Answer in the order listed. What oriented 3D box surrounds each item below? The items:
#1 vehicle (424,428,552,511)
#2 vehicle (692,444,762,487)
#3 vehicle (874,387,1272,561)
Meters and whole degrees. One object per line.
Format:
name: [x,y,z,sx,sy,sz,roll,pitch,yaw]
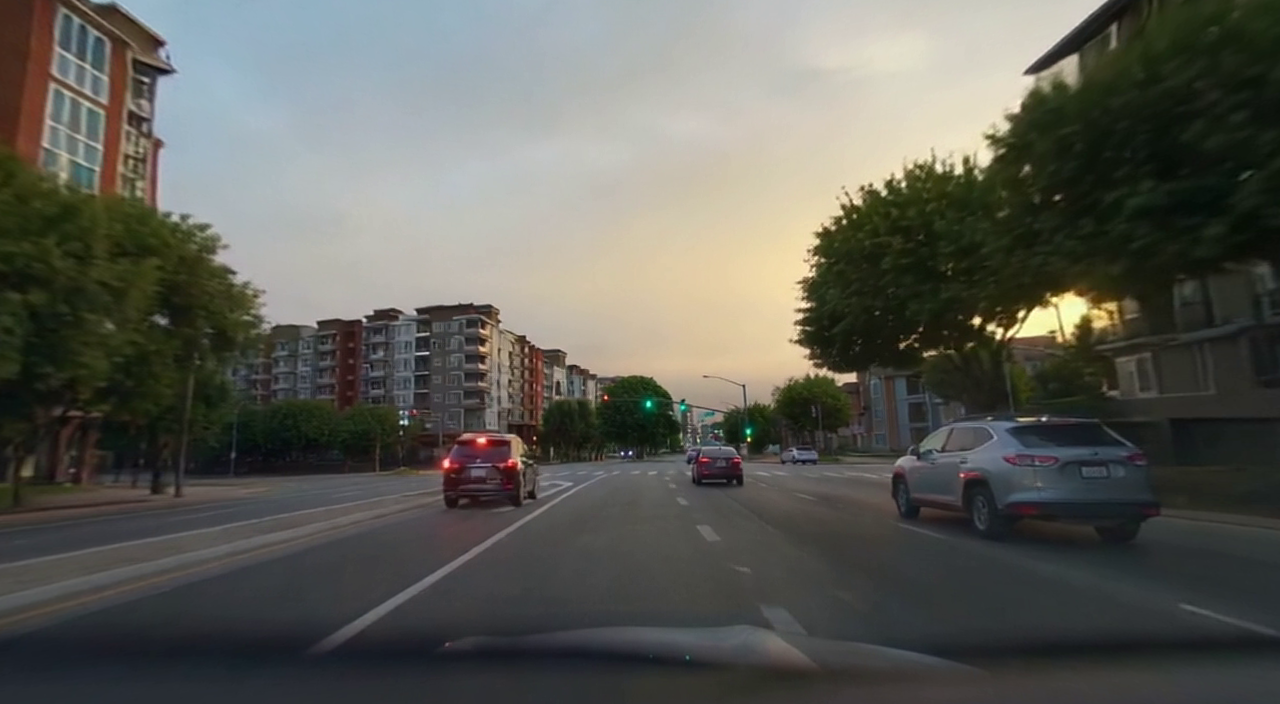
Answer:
vehicle: [-3.488,2.793,15.415,2.065,1.716,4.265,0,-9,-1]
vehicle: [3.238,4.353,24.462,2.003,1.480,4.494,0,-9,-1]
vehicle: [6.118,1.864,10.307,2.427,2.017,5.763,0,-9,1]
